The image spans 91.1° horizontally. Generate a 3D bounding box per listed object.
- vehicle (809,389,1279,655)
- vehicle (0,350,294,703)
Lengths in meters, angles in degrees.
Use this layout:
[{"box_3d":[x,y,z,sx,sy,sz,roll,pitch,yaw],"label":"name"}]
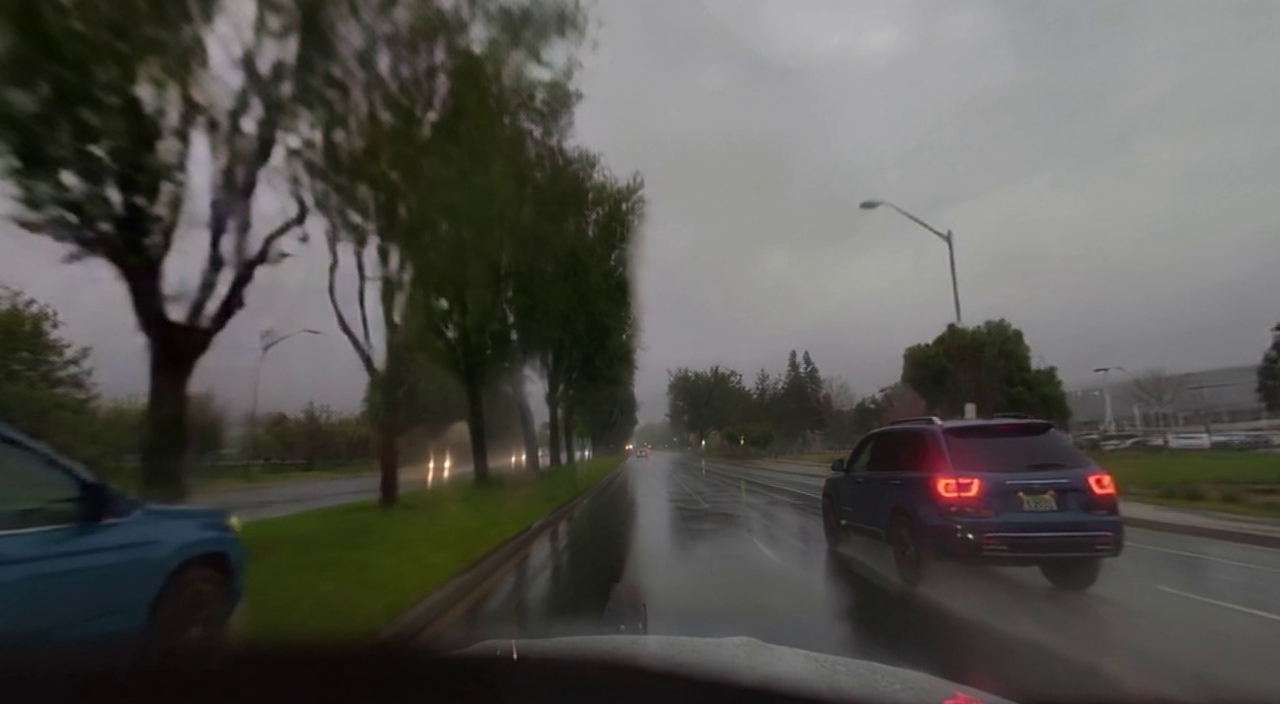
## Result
[{"box_3d":[3.585,1.498,6.759,2.087,1.759,5.040,0,-8,0],"label":"vehicle"},{"box_3d":[-3.448,0.782,2.154,2.025,1.635,4.293,0,-8,0],"label":"vehicle"}]
